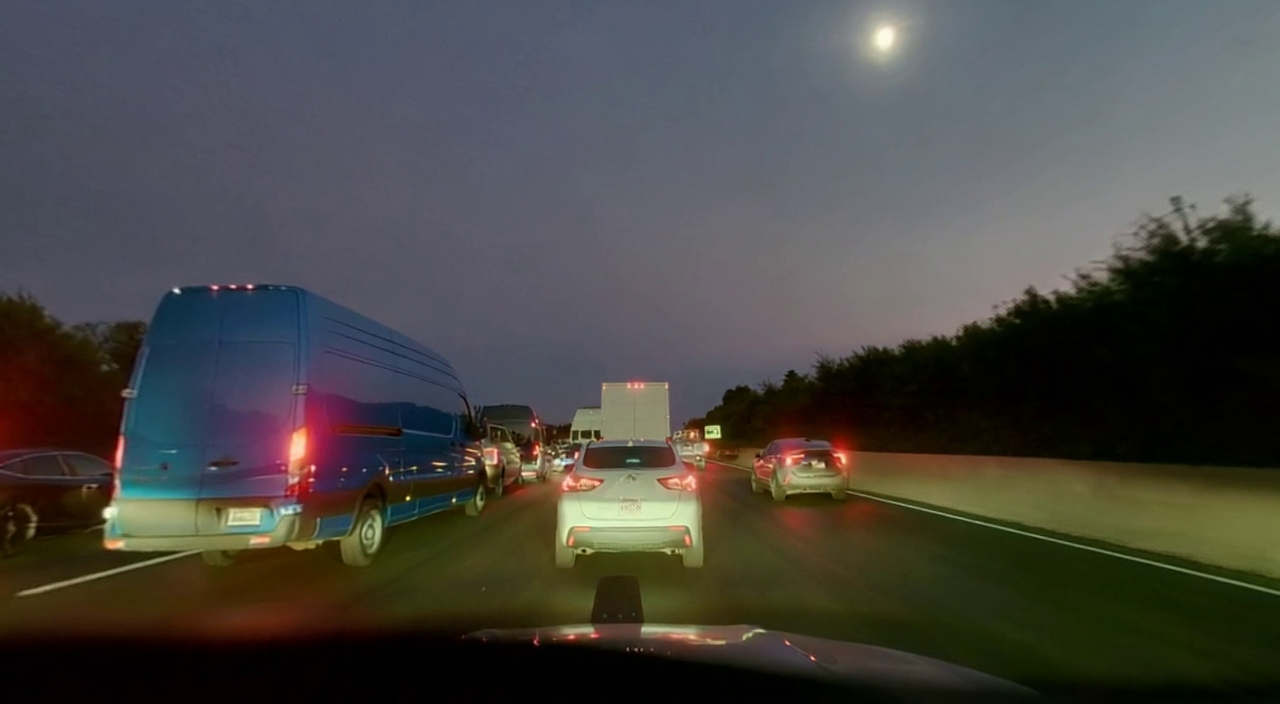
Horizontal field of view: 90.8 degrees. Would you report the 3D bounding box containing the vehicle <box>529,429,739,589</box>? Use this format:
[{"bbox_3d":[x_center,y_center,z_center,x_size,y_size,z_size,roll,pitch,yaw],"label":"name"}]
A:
[{"bbox_3d":[-0.080,1.761,7.788,1.995,1.495,3.380,0,-9,-1],"label":"vehicle"}]

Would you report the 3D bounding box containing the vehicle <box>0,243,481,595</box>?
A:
[{"bbox_3d":[-4.052,0.995,8.496,2.254,2.879,6.656,0,-9,-2],"label":"vehicle"}]
